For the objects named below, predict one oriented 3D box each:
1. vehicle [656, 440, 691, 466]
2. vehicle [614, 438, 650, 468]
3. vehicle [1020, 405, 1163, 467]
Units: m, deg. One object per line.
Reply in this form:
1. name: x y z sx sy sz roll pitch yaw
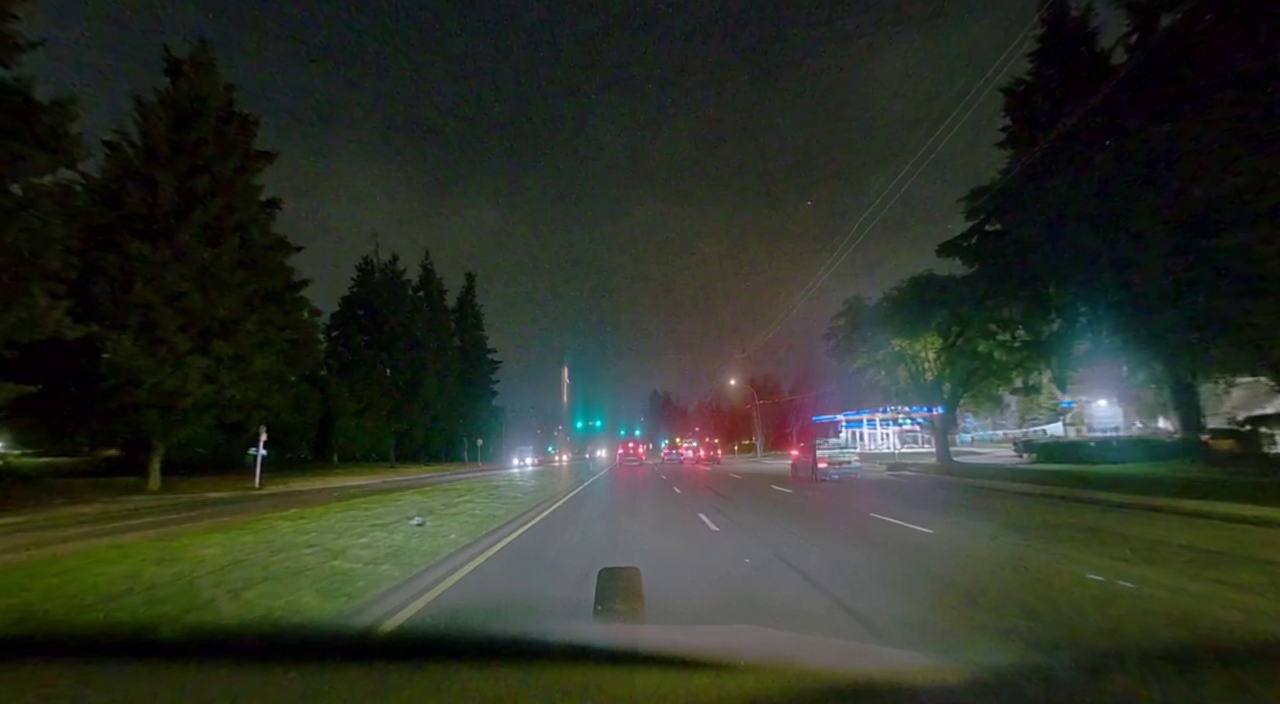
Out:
1. vehicle: 2.366 7.361 46.281 2.140 1.800 4.660 0 -9 -2
2. vehicle: -0.539 6.675 41.953 2.261 1.820 4.255 0 -9 -1
3. vehicle: 28.996 5.403 40.564 8.711 3.678 2.870 3 -9 -21
